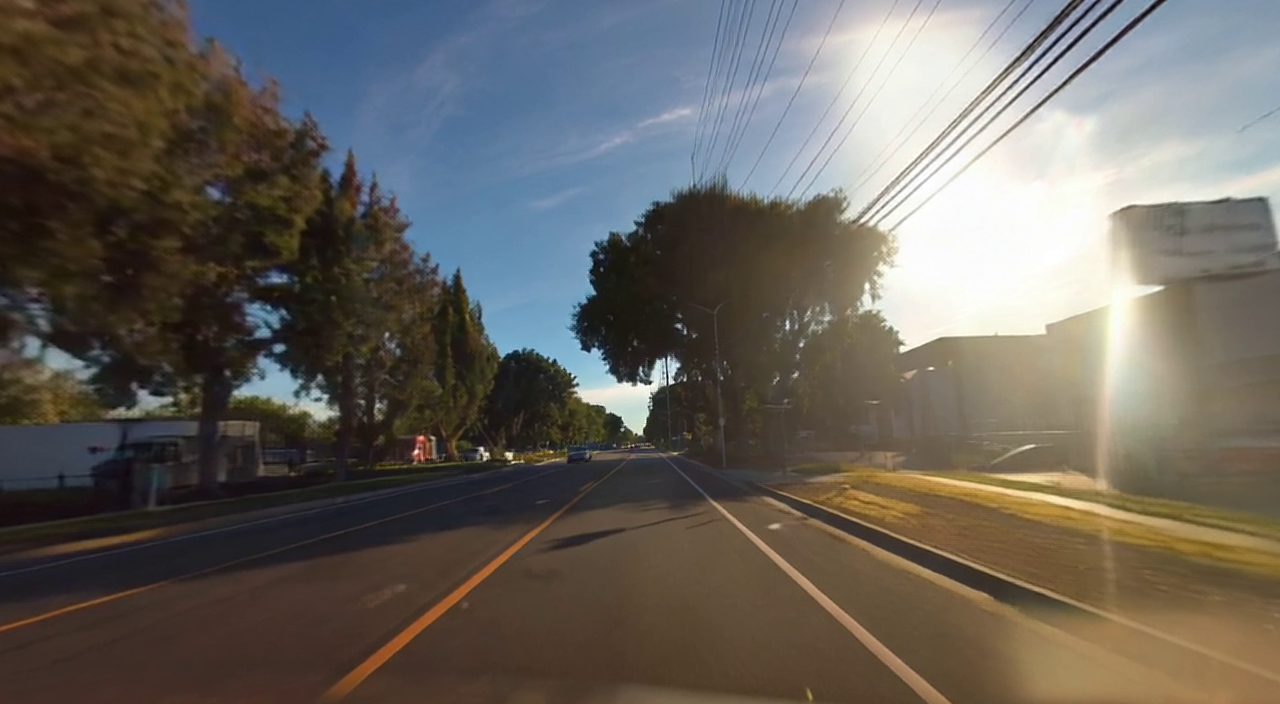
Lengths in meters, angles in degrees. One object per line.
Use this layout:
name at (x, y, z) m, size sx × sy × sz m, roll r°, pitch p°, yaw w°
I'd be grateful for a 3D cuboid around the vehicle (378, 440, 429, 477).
vehicle at (-16.384, 7.348, 43.892) m, size 1.972 × 1.891 × 3.936 m, roll -3°, pitch -2°, yaw 1°

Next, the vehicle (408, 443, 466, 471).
vehicle at (-13.952, 7.237, 43.713) m, size 1.949 × 1.735 × 5.568 m, roll -2°, pitch -8°, yaw 3°
